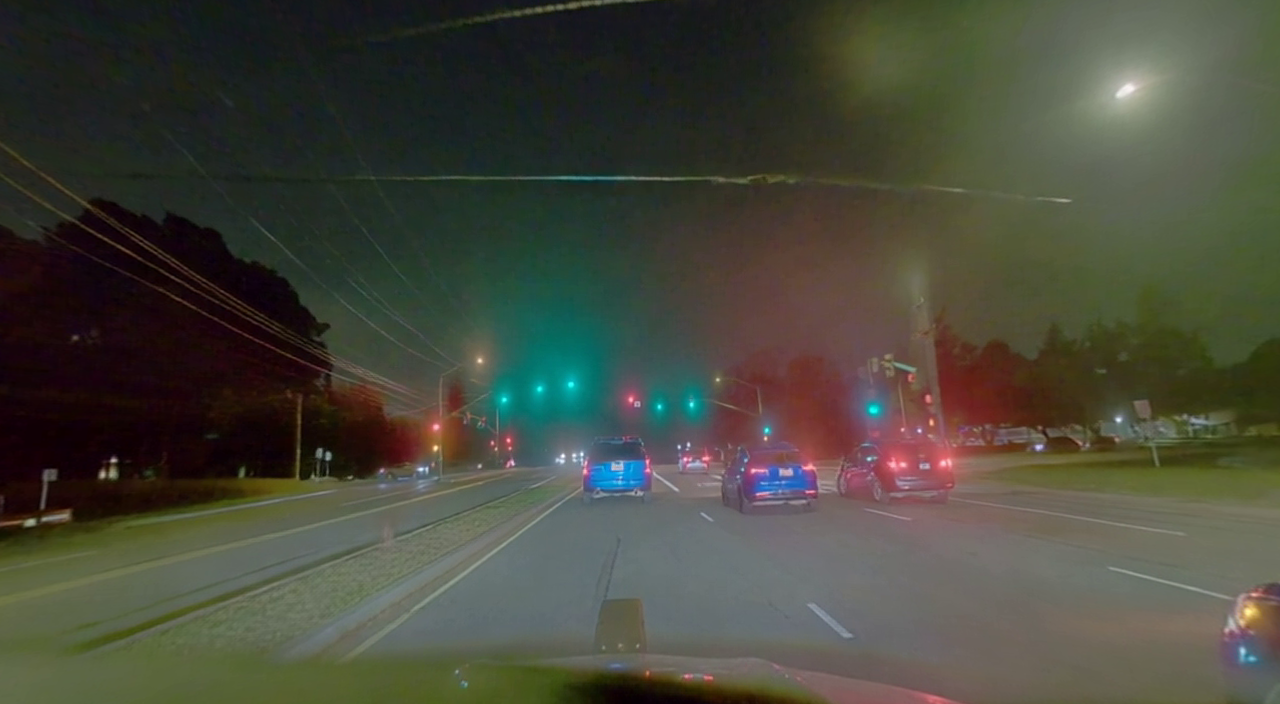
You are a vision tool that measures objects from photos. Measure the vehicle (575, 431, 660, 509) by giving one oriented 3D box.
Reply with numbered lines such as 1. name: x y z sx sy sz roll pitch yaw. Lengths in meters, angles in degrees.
1. vehicle: -0.661 3.428 18.837 2.231 1.998 4.254 0 -8 -2

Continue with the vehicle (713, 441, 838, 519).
1. vehicle: 3.059 2.963 15.277 1.880 1.579 4.401 0 -8 -2

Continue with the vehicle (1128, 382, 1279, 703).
1. vehicle: 3.235 0.637 0.679 1.889 1.517 4.308 0 -8 -1

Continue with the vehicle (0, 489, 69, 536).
1. vehicle: -26.969 6.930 27.070 4.526 1.715 1.989 -10 -12 25

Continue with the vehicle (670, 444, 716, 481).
1. vehicle: 2.684 5.734 33.164 1.915 1.765 4.047 0 -8 -2

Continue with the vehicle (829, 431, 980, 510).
1. vehicle: 6.648 3.010 16.504 1.929 1.753 4.396 0 -8 -1
